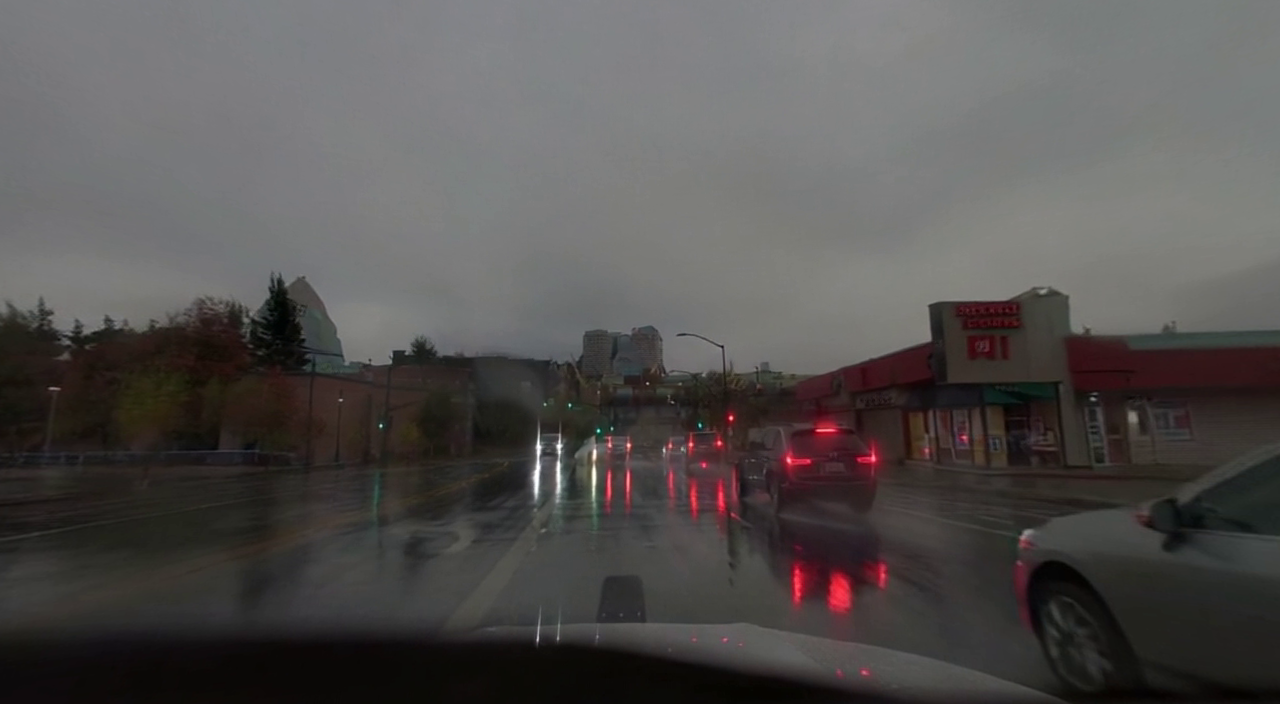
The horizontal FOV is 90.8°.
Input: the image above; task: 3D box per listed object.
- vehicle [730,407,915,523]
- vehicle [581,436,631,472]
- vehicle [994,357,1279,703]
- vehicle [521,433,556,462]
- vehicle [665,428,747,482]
[{"bbox_3d":[3.124,2.074,11.973,2.046,1.768,4.370,0,-9,-2],"label":"vehicle"},{"bbox_3d":[-1.641,4.660,29.017,2.068,1.512,3.987,1,-9,-6],"label":"vehicle"},{"bbox_3d":[3.254,0.780,1.922,1.966,1.596,3.980,0,-8,-1],"label":"vehicle"},{"bbox_3d":[-7.725,7.204,48.170,2.462,2.079,5.117,1,-8,-10],"label":"vehicle"},{"bbox_3d":[2.282,3.732,23.270,2.216,1.750,4.520,0,-8,-4],"label":"vehicle"}]
